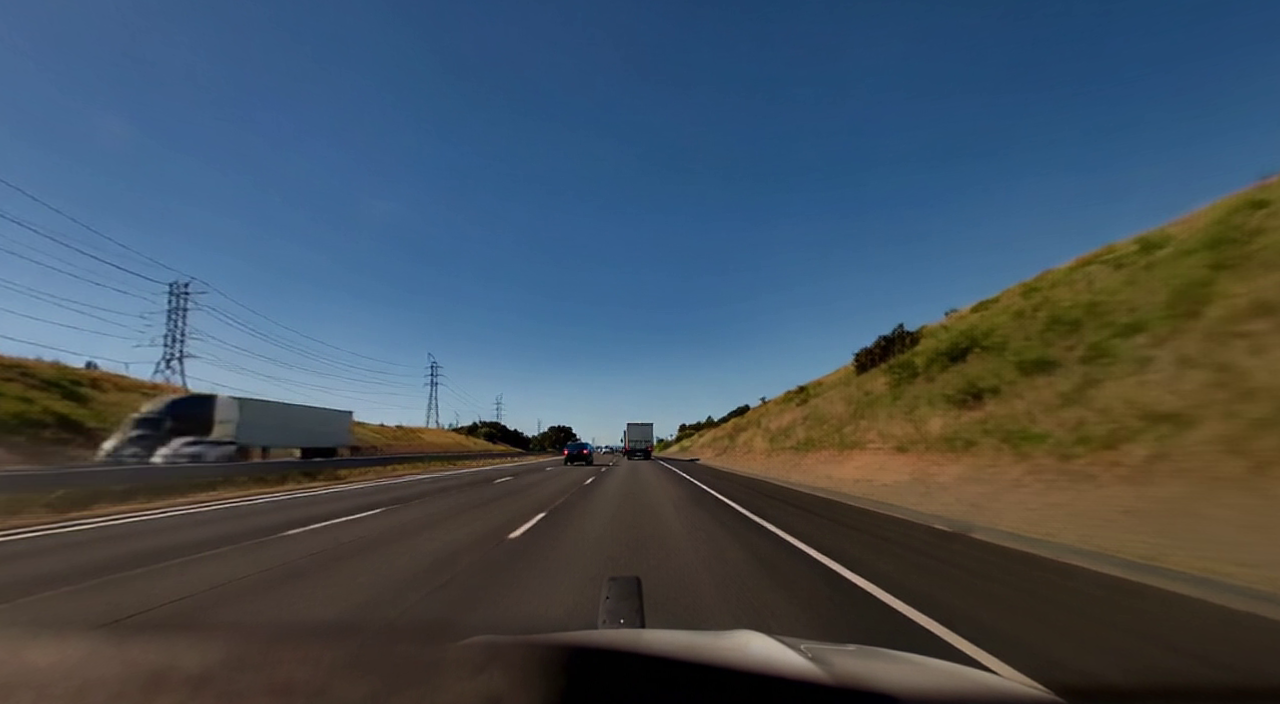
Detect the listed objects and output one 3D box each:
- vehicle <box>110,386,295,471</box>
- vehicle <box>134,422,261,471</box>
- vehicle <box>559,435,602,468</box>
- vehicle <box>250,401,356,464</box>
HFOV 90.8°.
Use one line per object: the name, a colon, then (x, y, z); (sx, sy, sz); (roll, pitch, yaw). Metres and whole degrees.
vehicle: (-23.316, 4.376, 34.747); (2.859, 3.985, 10.141); (0, -9, 0)
vehicle: (-18.821, 4.075, 27.171); (2.089, 1.933, 4.657); (0, -9, 0)
vehicle: (-3.666, 6.270, 39.884); (2.207, 1.949, 4.911); (0, -9, 1)
vehicle: (-23.449, 5.789, 44.544); (2.837, 3.999, 8.063); (0, -9, 0)
